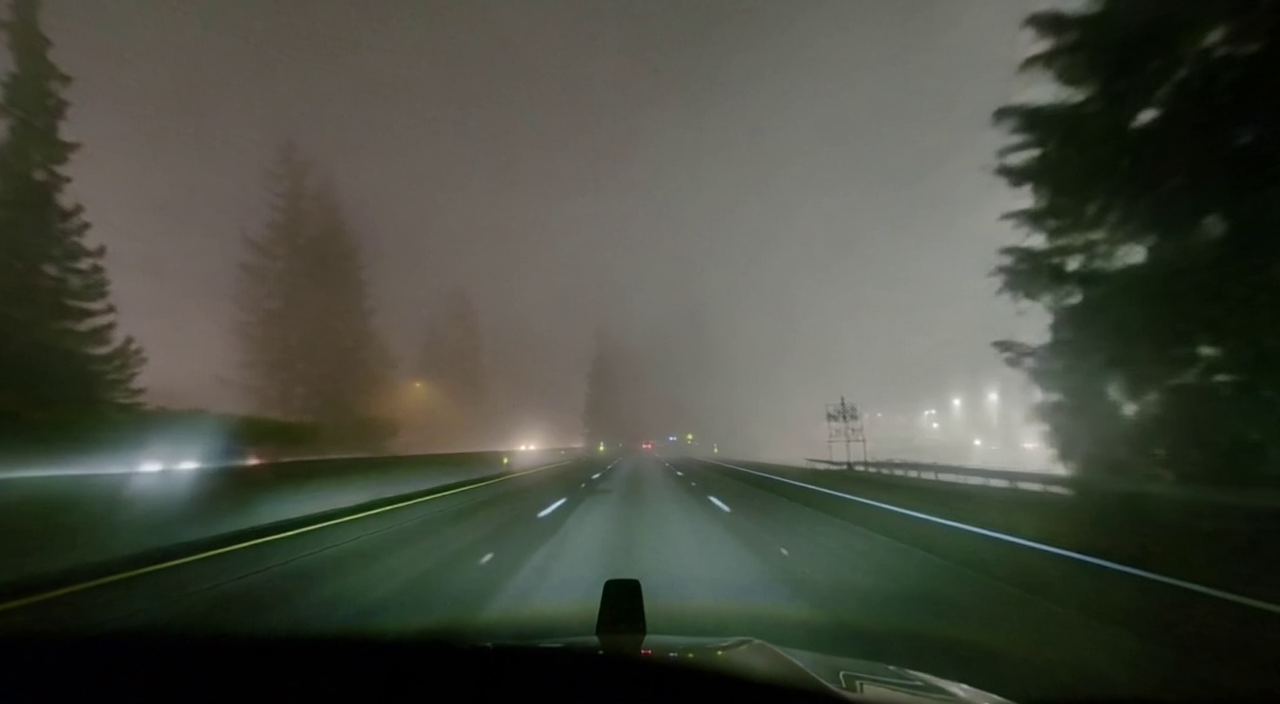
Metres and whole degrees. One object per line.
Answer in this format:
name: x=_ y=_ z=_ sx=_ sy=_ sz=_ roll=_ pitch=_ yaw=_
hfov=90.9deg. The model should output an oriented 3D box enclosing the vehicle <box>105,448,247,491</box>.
vehicle: x=-17.523 y=4.414 z=24.178 sx=1.922 sy=1.434 sz=4.620 roll=0 pitch=-8 yaw=0
